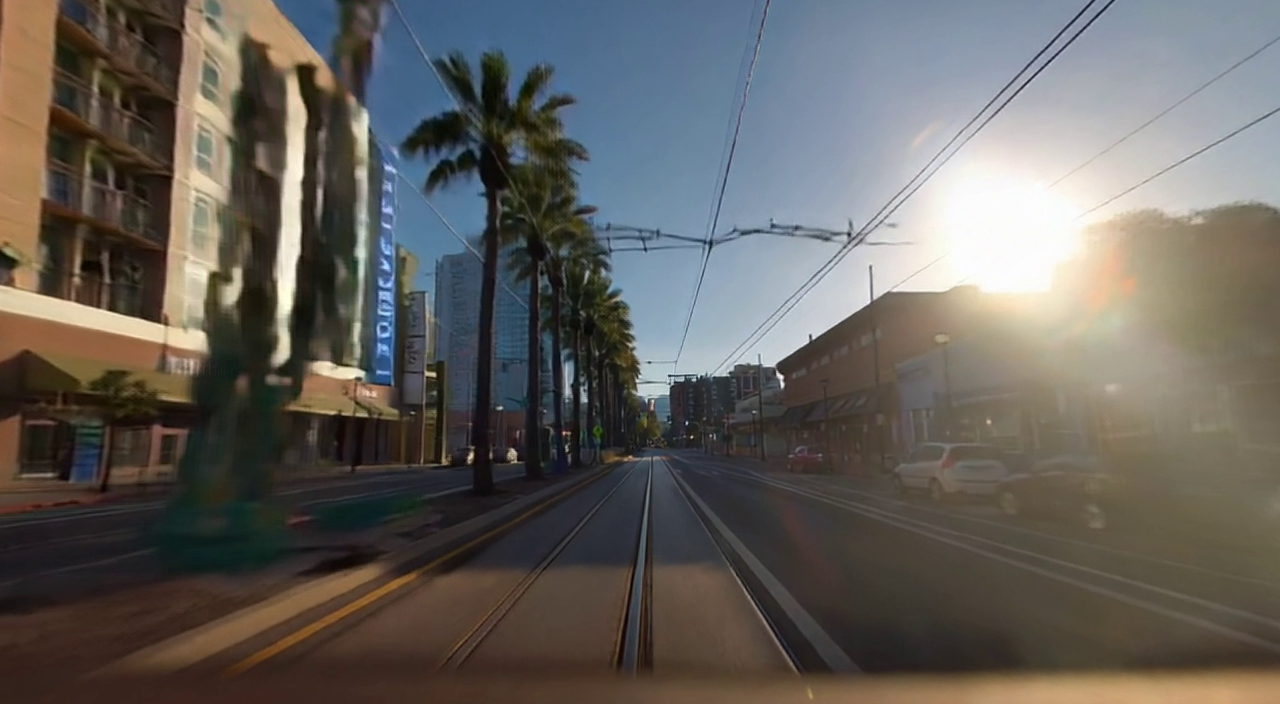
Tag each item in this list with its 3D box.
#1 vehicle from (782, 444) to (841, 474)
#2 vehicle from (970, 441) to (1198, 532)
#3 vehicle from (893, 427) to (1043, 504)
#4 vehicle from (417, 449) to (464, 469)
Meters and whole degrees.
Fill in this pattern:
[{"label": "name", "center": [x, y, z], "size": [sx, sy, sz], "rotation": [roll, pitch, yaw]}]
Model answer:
[{"label": "vehicle", "center": [9.184, 5.763, 34.152], "size": [1.822, 1.494, 4.385], "rotation": [0, -8, -2]}, {"label": "vehicle", "center": [8.441, 2.541, 12.513], "size": [1.715, 1.500, 3.910], "rotation": [0, -8, 1]}, {"label": "vehicle", "center": [8.789, 3.057, 17.370], "size": [1.900, 1.846, 4.002], "rotation": [0, -8, -1]}, {"label": "vehicle", "center": [-15.270, 8.207, 48.544], "size": [1.993, 1.464, 4.740], "rotation": [0, -8, 1]}]
